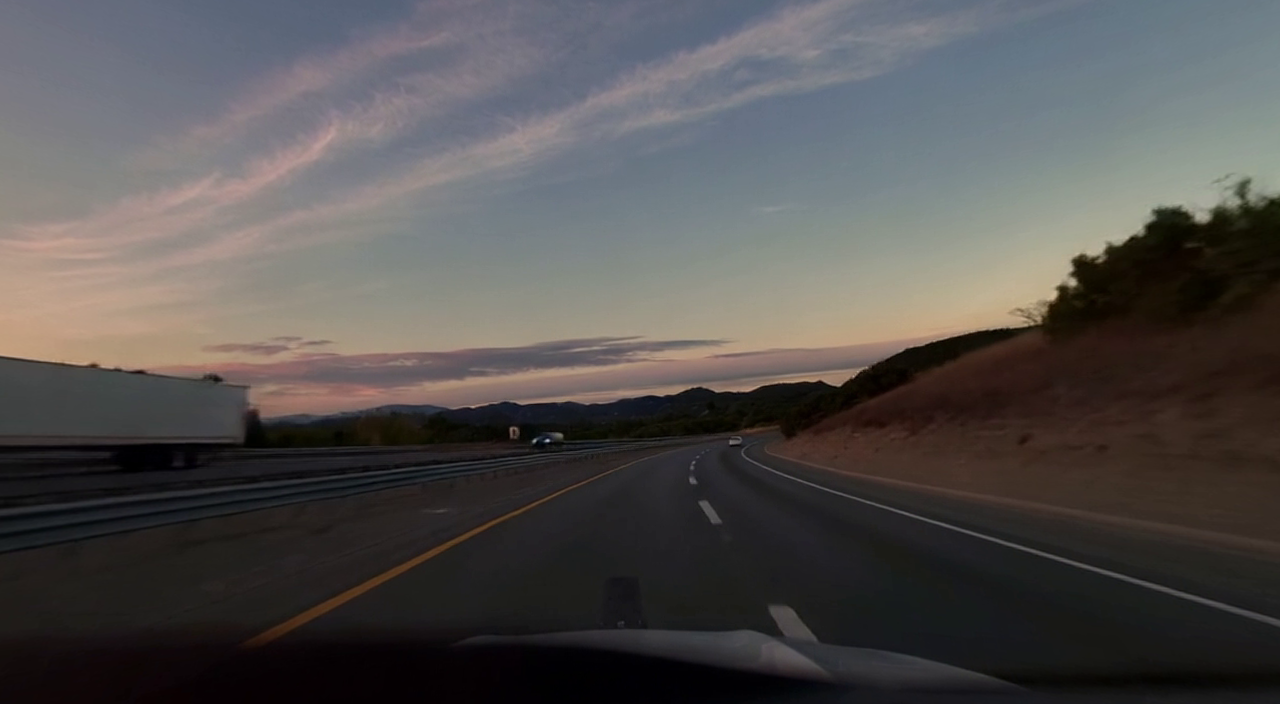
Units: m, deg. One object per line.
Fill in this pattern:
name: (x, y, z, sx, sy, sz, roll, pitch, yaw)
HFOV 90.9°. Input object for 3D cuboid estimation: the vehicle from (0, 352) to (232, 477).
vehicle: (-23.009, 2.523, 24.004, 2.949, 4.184, 16.613, -1, -9, 4)
